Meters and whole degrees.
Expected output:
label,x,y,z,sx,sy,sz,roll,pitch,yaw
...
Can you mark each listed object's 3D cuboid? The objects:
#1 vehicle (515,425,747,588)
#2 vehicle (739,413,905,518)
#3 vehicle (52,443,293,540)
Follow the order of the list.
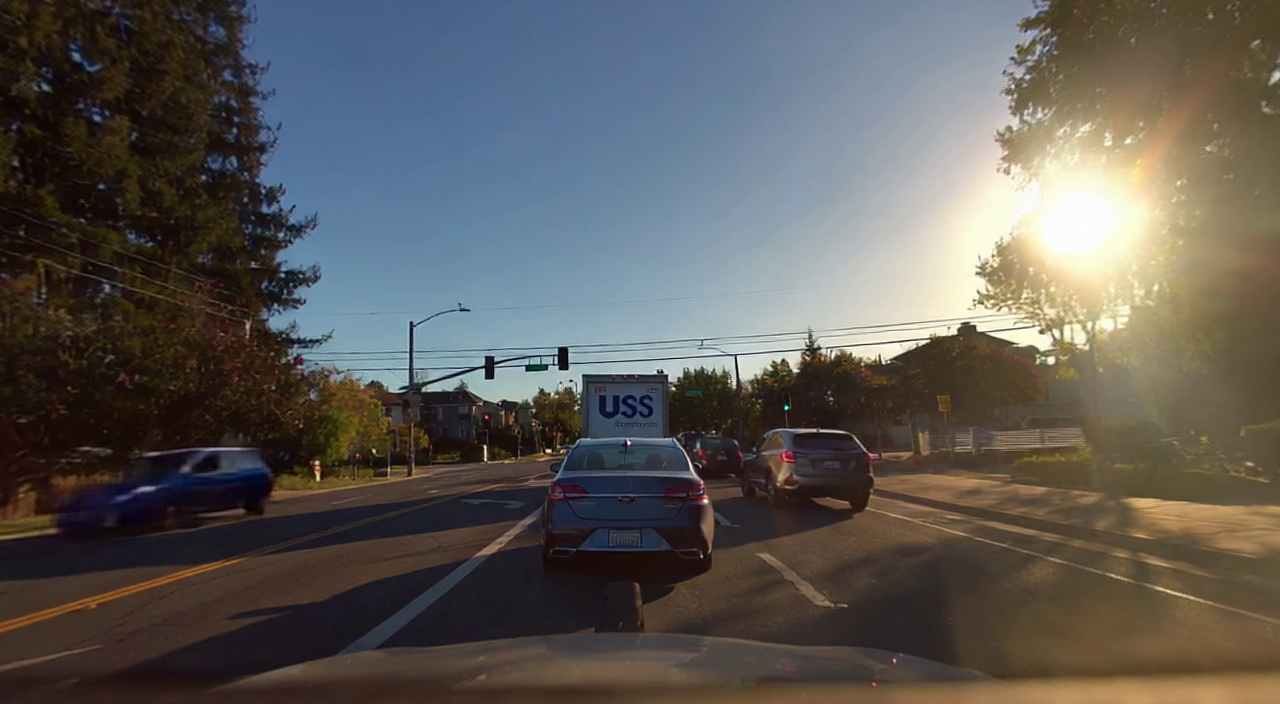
label,x,y,z,sx,sy,sz,roll,pitch,yaw
vehicle,-0.137,1.732,7.986,2.135,1.483,4.207,0,-8,-2
vehicle,3.595,2.346,13.526,2.145,1.847,4.524,0,-8,-1
vehicle,-9.725,2.854,13.719,1.857,1.682,4.393,-2,-8,0
